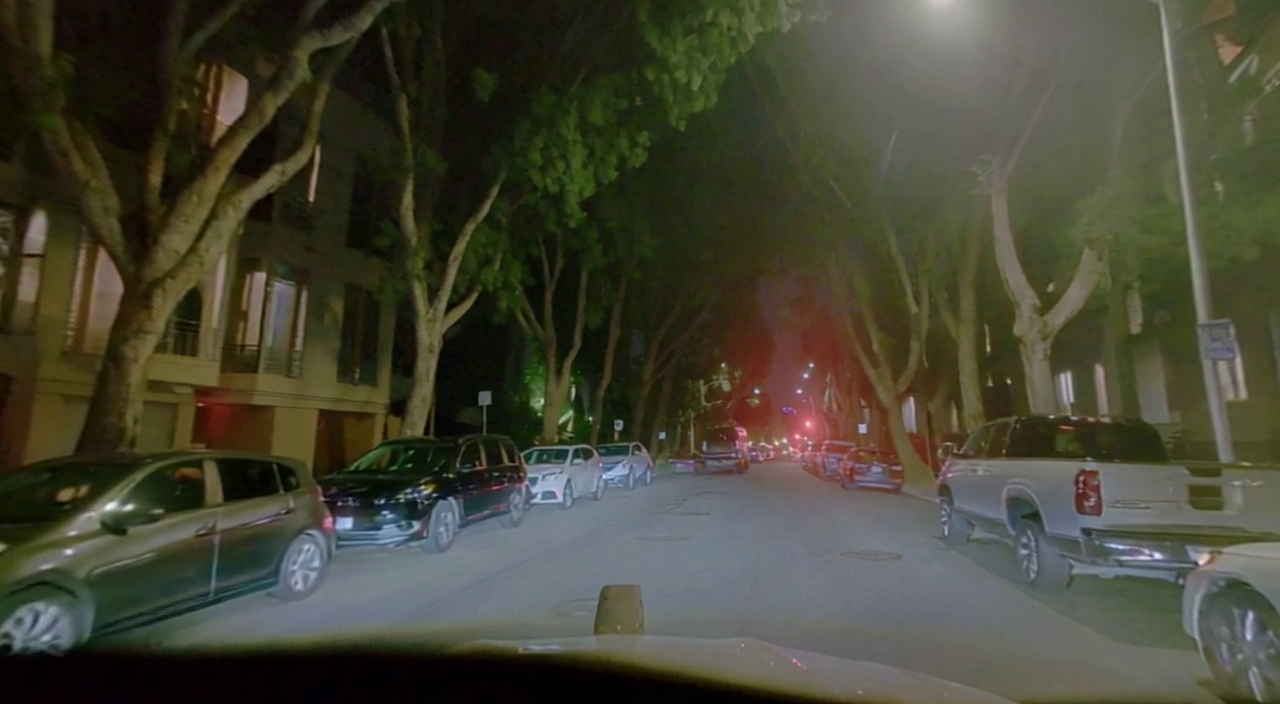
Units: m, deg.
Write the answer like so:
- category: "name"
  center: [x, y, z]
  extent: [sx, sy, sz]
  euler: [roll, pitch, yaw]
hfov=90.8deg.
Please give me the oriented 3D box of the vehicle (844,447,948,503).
- category: "vehicle"
  center: [7.543, 3.608, 19.088]
  extent: [1.813, 1.468, 4.267]
  euler: [-1, -8, 7]

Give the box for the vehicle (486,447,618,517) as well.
- category: "vehicle"
  center: [-2.013, 3.175, 16.162]
  extent: [1.861, 1.474, 4.749]
  euler: [-2, -9, 11]

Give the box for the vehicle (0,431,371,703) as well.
- category: "vehicle"
  center: [-4.242, 1.401, 4.866]
  extent: [1.855, 1.510, 4.406]
  euler: [-1, -8, 9]

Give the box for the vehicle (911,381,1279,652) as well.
- category: "vehicle"
  center: [4.787, 1.508, 6.911]
  extent: [2.182, 1.900, 4.779]
  euler: [-1, -8, 9]

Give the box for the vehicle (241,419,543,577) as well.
- category: "vehicle"
  center: [-3.380, 2.091, 10.058]
  extent: [2.203, 1.815, 4.972]
  euler: [-1, -8, 8]

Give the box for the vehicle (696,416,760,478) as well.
- category: "vehicle"
  center: [4.763, 4.950, 33.171]
  extent: [2.716, 2.887, 6.781]
  euler: [-2, -8, 13]

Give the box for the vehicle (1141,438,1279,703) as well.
- category: "vehicle"
  center: [3.903, 0.951, 1.693]
  extent: [1.992, 1.456, 4.610]
  euler: [-2, -8, 11]
